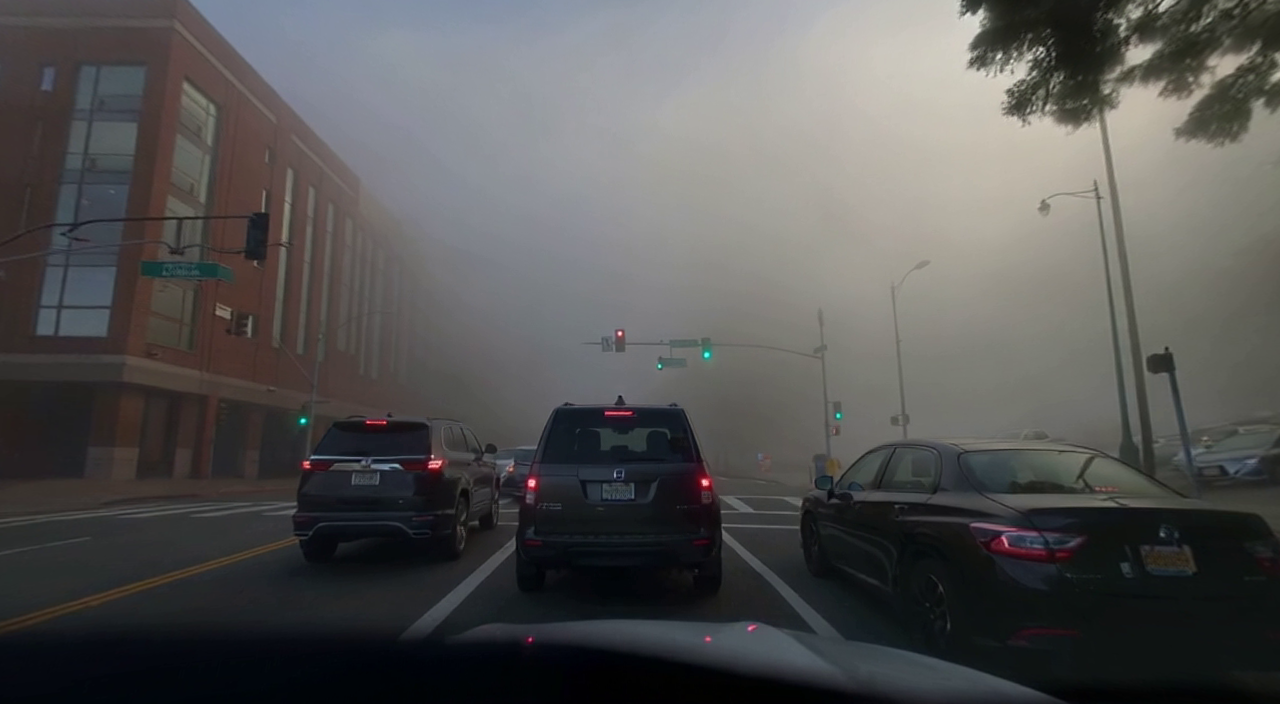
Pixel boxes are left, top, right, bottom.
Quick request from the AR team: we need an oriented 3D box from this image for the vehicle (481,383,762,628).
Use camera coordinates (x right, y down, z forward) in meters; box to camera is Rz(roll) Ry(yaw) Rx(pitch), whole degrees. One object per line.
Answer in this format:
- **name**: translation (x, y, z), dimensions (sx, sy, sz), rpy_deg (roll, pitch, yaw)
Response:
- **vehicle**: translation (-0.127, 1.492, 7.109), dimensions (2.105, 1.842, 4.537), rpy_deg (0, -8, 0)

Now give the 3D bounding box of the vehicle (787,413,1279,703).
- **vehicle**: translation (2.582, 1.307, 4.804), dimensions (1.852, 1.462, 4.155), rpy_deg (0, -8, -1)

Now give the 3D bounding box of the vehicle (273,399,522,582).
- **vehicle**: translation (-2.826, 1.703, 8.533), dimensions (1.855, 1.812, 4.244), rpy_deg (0, -8, -3)
